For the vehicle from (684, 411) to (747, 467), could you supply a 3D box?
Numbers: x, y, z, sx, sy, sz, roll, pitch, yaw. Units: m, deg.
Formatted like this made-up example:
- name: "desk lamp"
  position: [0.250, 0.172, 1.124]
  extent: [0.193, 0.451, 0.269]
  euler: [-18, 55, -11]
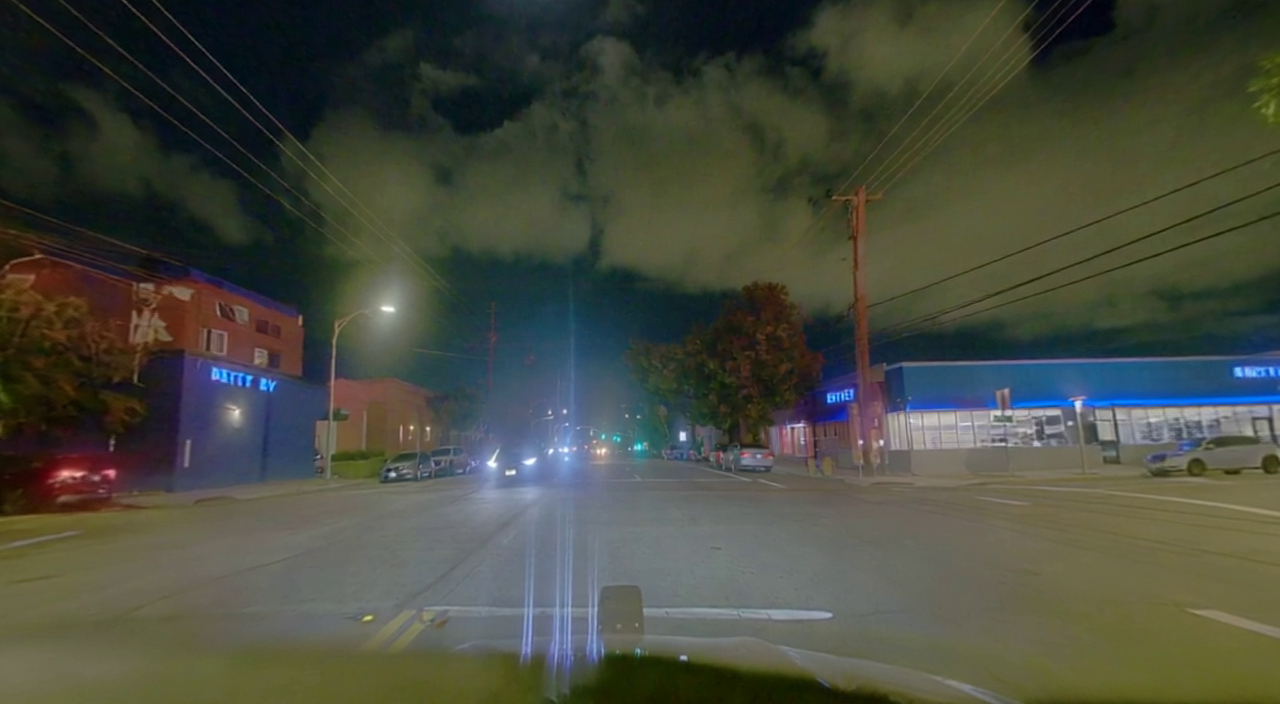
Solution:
- name: "vehicle"
  position: [4.599, 5.535, 40.037]
  extent: [2.815, 3.203, 7.558]
  euler: [0, -8, -2]

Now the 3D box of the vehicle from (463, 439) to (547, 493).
- name: "vehicle"
  position: [-4.160, 3.545, 20.098]
  extent: [1.914, 1.506, 4.125]
  euler: [0, -8, -3]

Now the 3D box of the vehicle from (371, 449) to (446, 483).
- name: "vehicle"
  position: [-10.958, 5.383, 30.244]
  extent: [1.978, 1.452, 4.263]
  euler: [0, -8, 0]

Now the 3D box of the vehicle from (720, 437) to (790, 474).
- name: "vehicle"
  position: [5.590, 5.088, 31.307]
  extent: [1.963, 1.646, 4.204]
  euler: [2, -9, -11]

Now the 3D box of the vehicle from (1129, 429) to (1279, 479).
- name: "vehicle"
  position: [18.619, 3.230, 20.115]
  extent: [4.368, 1.479, 1.985]
  euler: [0, -8, 1]

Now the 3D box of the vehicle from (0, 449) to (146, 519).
- name: "vehicle"
  position: [-15.066, 3.080, 14.972]
  extent: [4.729, 1.518, 2.107]
  euler: [3, -9, -17]
